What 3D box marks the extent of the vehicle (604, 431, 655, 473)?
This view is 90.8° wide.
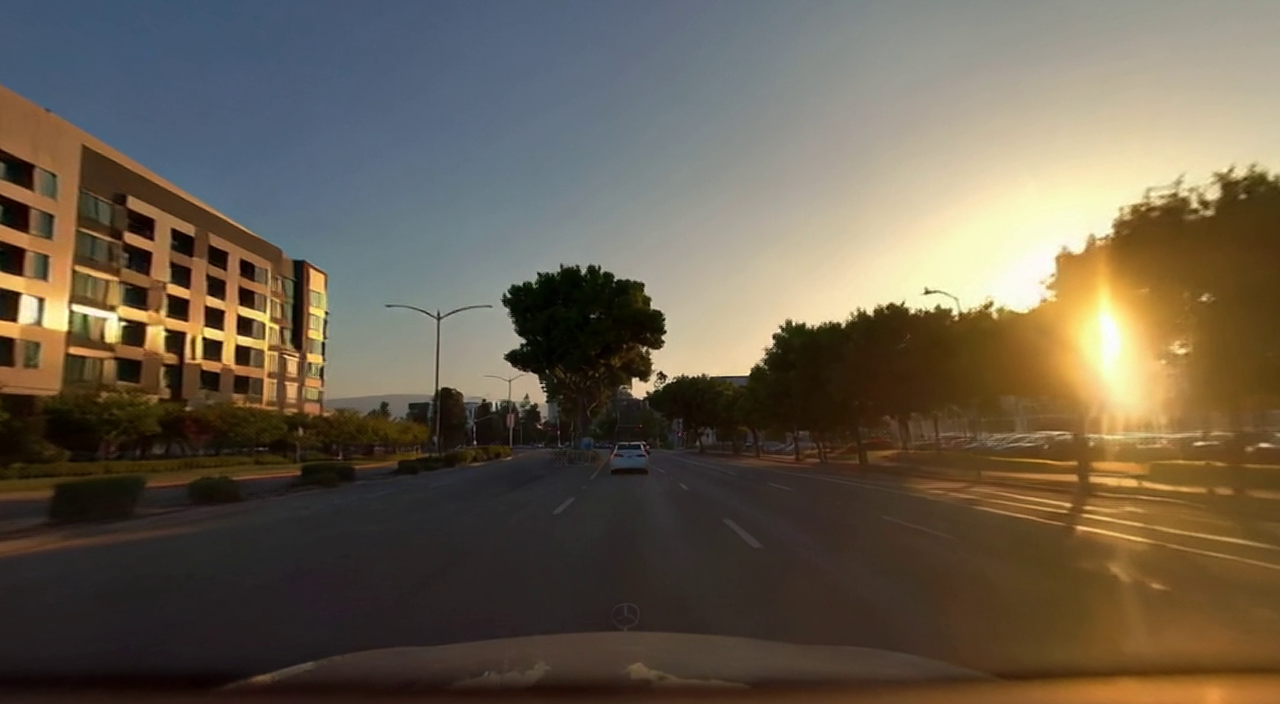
[{"bbox_3d":[-0.569,4.811,30.672,2.260,1.872,4.578,0,-8,-2],"label":"vehicle"}]
